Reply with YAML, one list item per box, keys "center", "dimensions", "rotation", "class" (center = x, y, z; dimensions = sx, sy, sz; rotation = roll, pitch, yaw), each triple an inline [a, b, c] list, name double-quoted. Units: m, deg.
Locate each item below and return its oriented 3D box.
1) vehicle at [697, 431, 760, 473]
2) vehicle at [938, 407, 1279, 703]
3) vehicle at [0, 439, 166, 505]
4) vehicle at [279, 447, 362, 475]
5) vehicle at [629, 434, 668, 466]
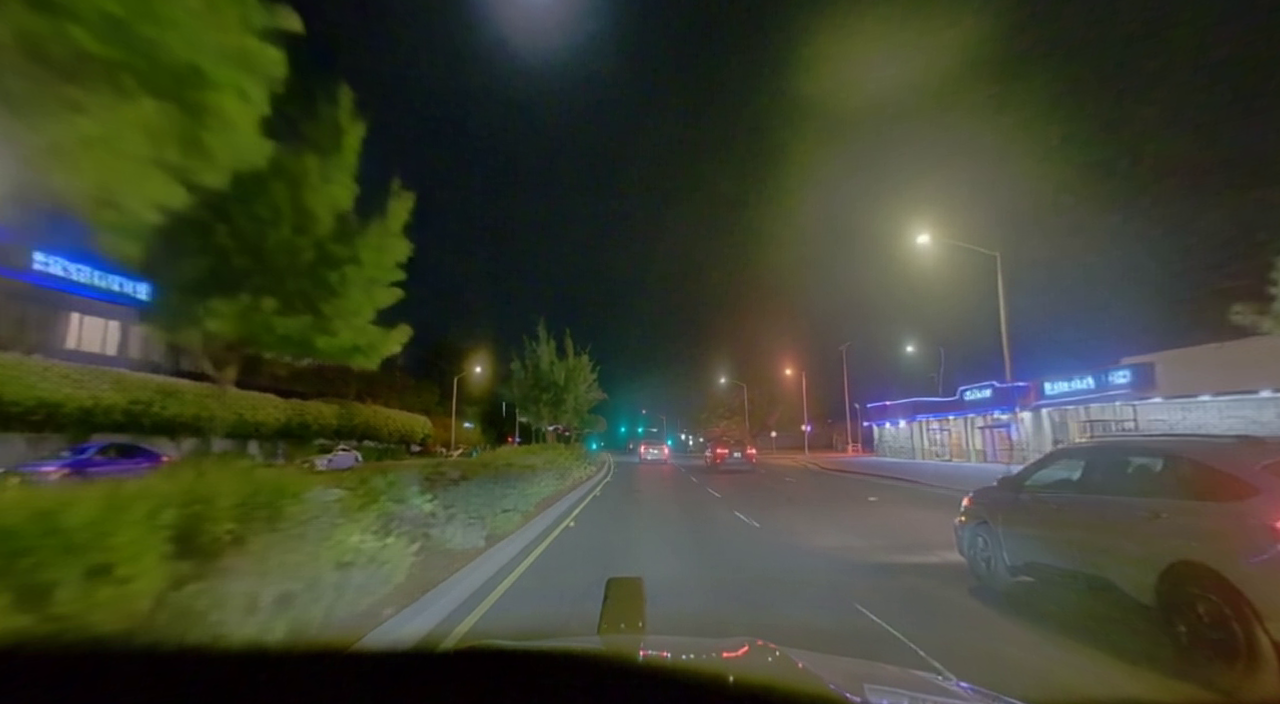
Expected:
- center: [3.777, 4.376, 27.595]
  dimensions: [2.115, 1.692, 4.189]
  rotation: [0, -8, -1]
  class: "vehicle"
- center: [3.911, 1.133, 3.902]
  dimensions: [1.908, 1.463, 4.506]
  rotation: [0, -8, 0]
  class: "vehicle"
- center: [-18.899, 3.878, 20.824]
  dimensions: [2.488, 1.752, 4.991]
  rotation: [-3, -6, 1]
  class: "vehicle"
- center: [-18.968, 6.485, 37.599]
  dimensions: [2.280, 1.489, 5.106]
  rotation: [0, -8, 1]
  class: "vehicle"
- center: [0.435, 5.565, 35.853]
  dimensions: [2.098, 1.682, 3.778]
  rotation: [0, -8, 0]
  class: "vehicle"
